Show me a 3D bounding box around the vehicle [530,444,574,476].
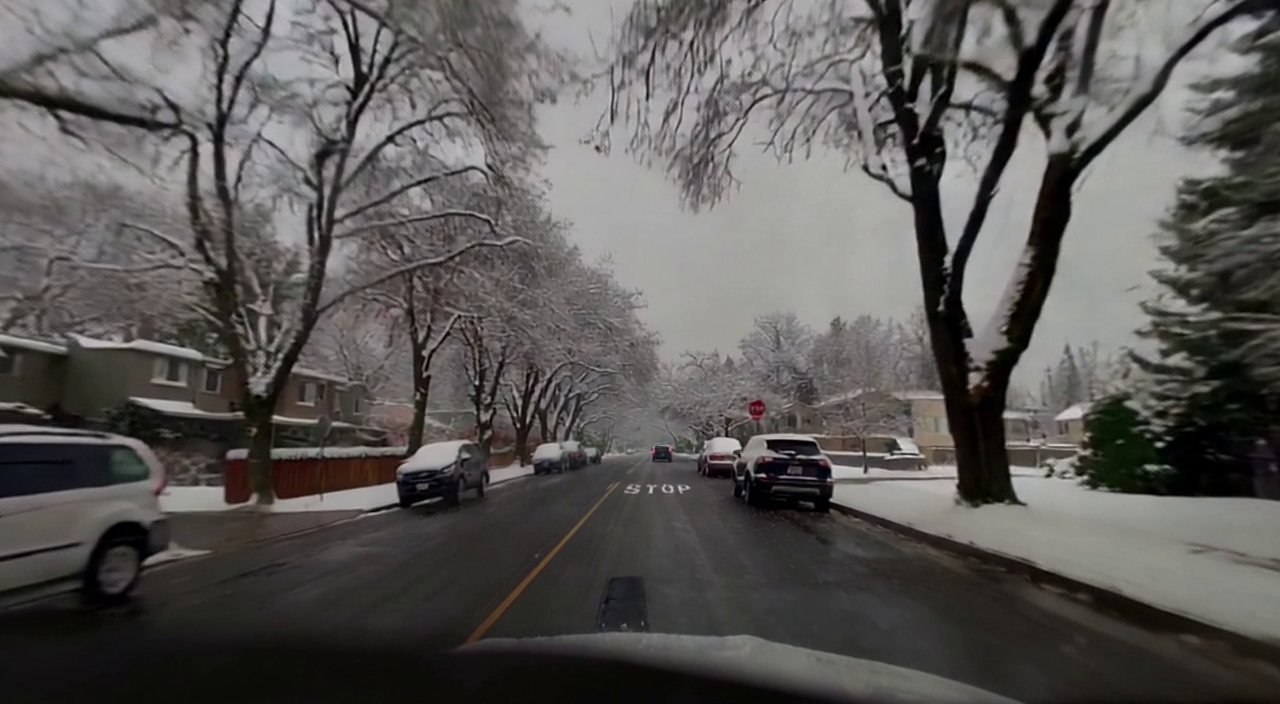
[{"bbox_3d":[-4.800,5.931,34.869,1.955,1.659,4.324,0,-8,-2],"label":"vehicle"}]

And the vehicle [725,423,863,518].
[{"bbox_3d":[3.312,2.655,14.701,2.117,1.807,4.964,0,-8,2],"label":"vehicle"}]

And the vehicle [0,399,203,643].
[{"bbox_3d":[-5.778,1.243,4.329,2.165,1.758,4.701,-3,-9,1],"label":"vehicle"}]

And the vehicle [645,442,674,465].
[{"bbox_3d":[1.508,8.012,49.909,2.172,1.722,4.201,0,-8,1],"label":"vehicle"}]

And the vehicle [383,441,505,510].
[{"bbox_3d":[-5.410,3.433,18.103,2.007,1.709,4.502,0,-8,1],"label":"vehicle"}]
